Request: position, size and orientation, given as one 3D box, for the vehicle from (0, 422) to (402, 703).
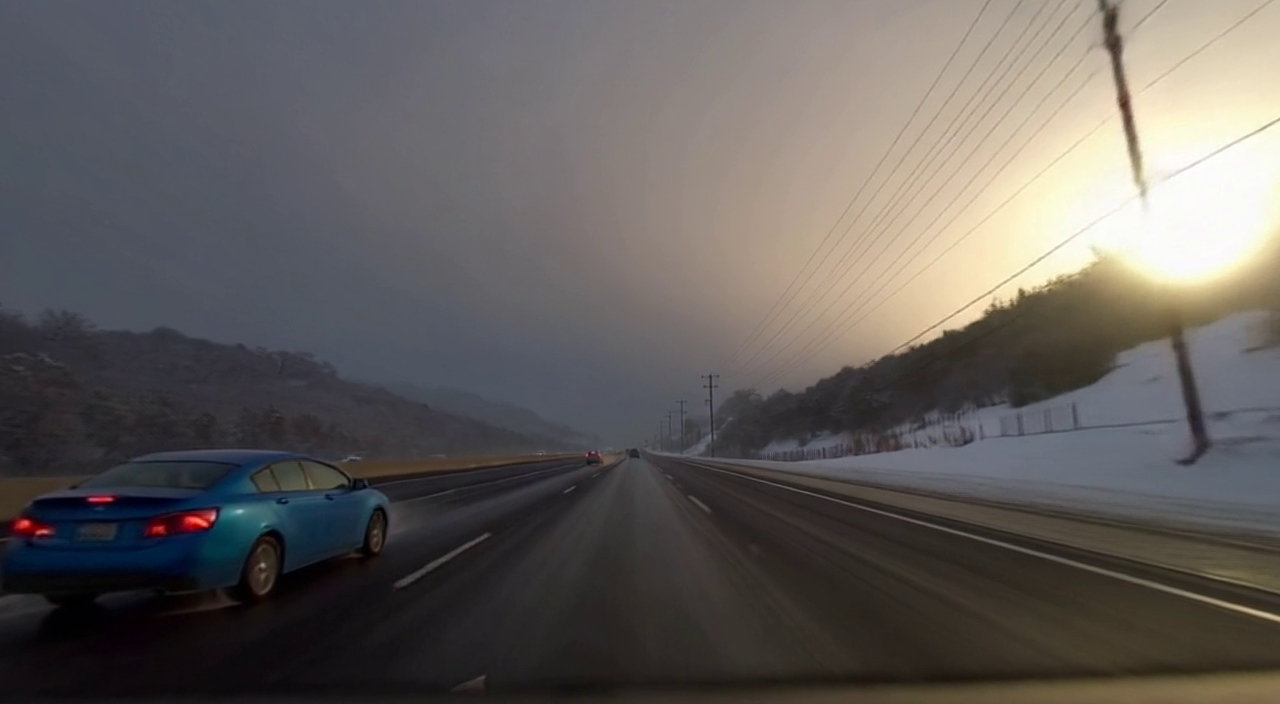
[{"bbox_3d":[-4.102,1.470,5.550,2.064,1.489,4.966,0,-9,0],"label":"vehicle"}]
